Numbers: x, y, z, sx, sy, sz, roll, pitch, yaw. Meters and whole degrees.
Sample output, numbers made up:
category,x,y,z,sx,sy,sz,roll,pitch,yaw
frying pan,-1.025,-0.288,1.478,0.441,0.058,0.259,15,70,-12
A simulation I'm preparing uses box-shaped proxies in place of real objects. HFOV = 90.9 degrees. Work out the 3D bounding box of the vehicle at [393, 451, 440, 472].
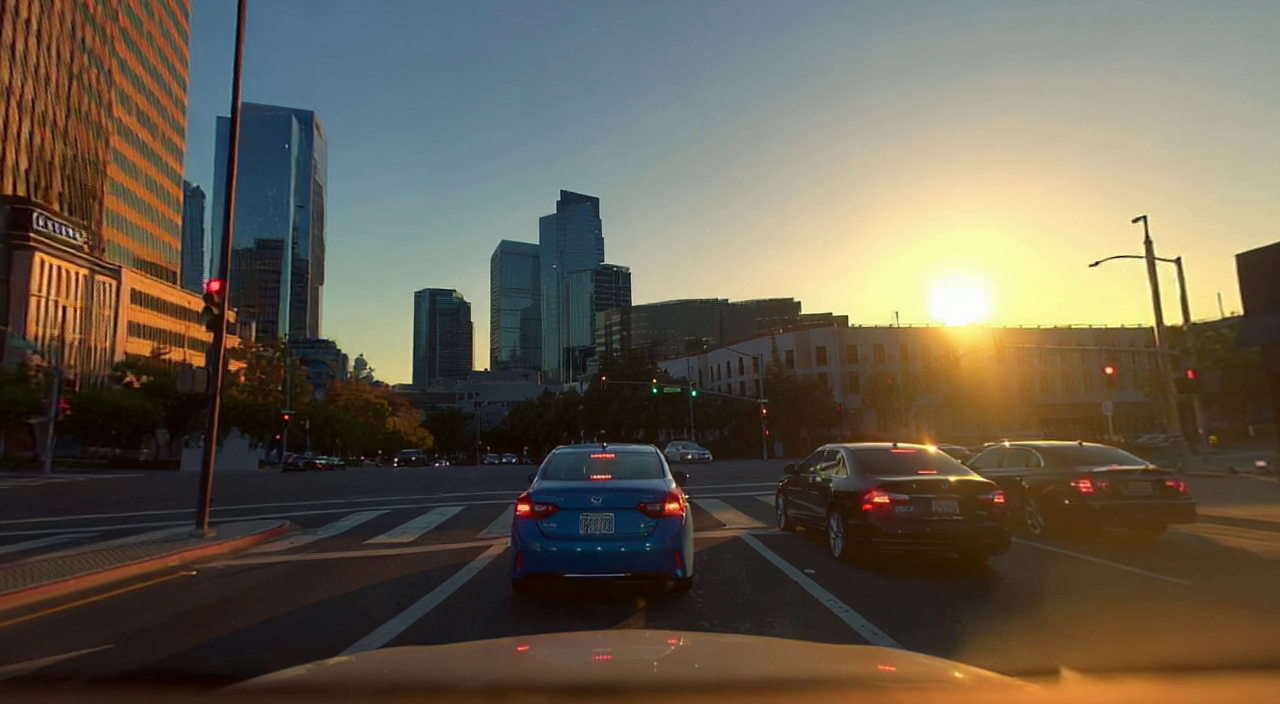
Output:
category,x,y,z,sx,sy,sz,roll,pitch,yaw
vehicle,-17.164,8.393,48.673,2.048,1.463,4.530,0,-8,-1

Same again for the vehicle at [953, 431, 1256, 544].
category,x,y,z,sx,sy,sz,roll,pitch,yaw
vehicle,7.435,2.166,10.791,1.908,1.517,4.182,0,-8,-1

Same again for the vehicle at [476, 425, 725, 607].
category,x,y,z,sx,sy,sz,roll,pitch,yaw
vehicle,-0.376,1.654,7.289,2.059,1.477,3.988,0,-8,-1

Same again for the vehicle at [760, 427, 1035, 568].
category,x,y,z,sx,sy,sz,roll,pitch,yaw
vehicle,3.207,1.889,8.972,2.042,1.508,4.109,0,-8,-2
